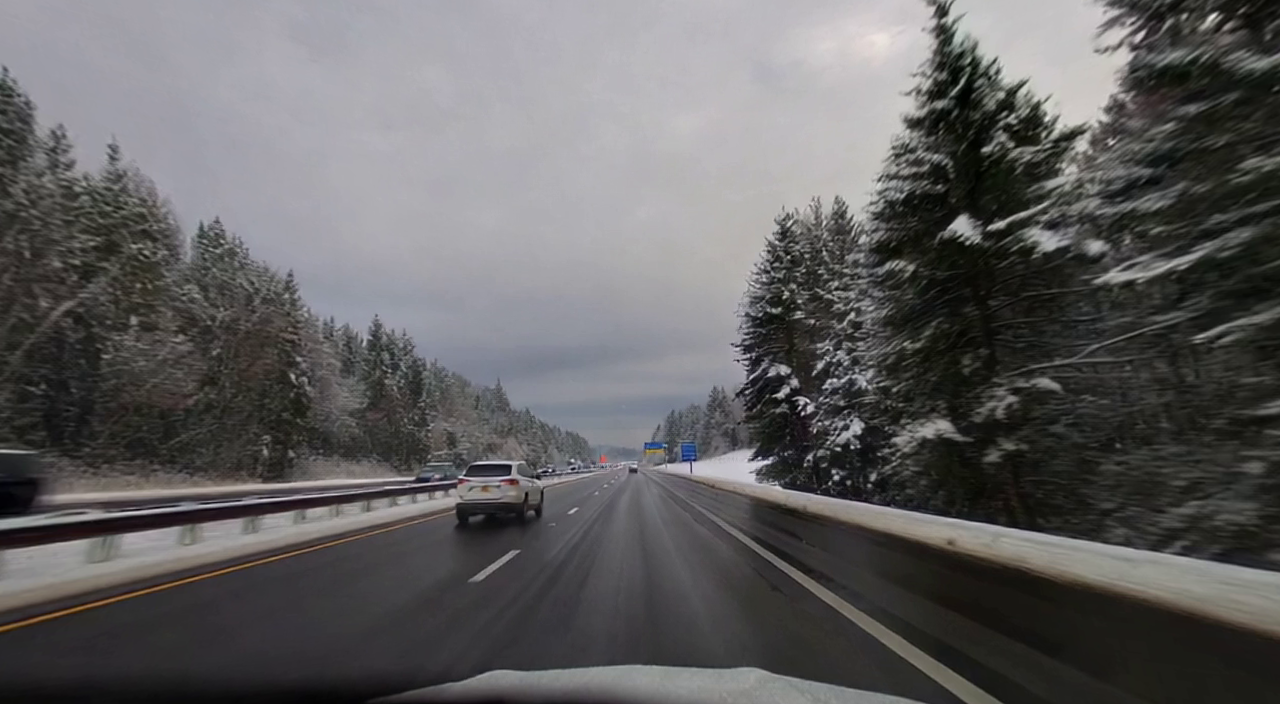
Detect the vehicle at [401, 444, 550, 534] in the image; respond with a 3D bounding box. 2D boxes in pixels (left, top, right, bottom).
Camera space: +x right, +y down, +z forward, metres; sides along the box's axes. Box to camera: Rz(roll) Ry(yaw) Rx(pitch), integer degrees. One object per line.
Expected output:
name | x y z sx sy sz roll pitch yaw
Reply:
vehicle | -3.382 2.949 13.911 2.104 1.655 4.039 0 -10 1
